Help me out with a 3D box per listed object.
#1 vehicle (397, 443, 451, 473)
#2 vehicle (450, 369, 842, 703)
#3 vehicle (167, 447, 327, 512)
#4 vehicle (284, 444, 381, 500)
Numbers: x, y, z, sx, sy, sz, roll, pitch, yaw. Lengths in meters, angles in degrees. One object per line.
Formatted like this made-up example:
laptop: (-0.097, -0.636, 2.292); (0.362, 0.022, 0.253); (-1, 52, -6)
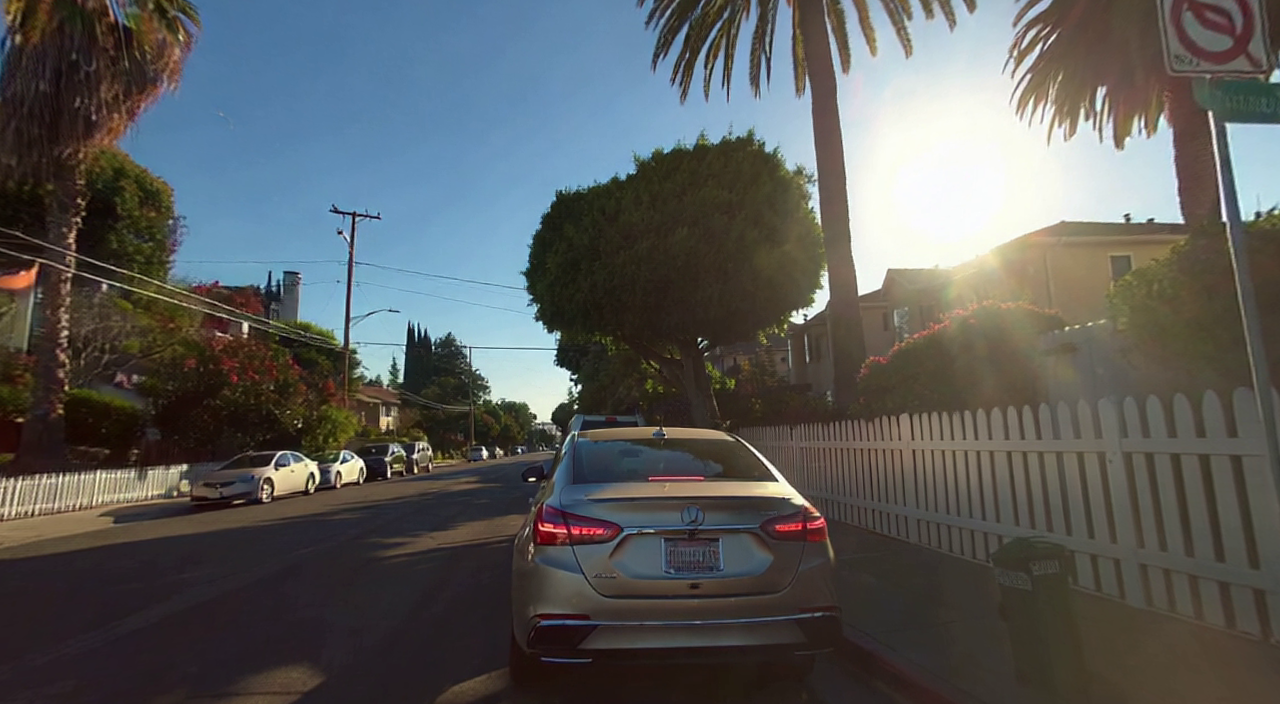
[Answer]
vehicle: (-13.180, 6.461, 38.720); (2.060, 1.689, 4.999); (1, -8, -7)
vehicle: (-0.128, 1.213, 5.003); (1.894, 1.695, 3.795); (1, -8, -5)
vehicle: (-11.398, 3.660, 18.795); (2.017, 1.627, 5.039); (1, -8, -7)
vehicle: (-12.158, 4.705, 25.257); (2.048, 1.485, 4.757); (-4, -4, -8)
